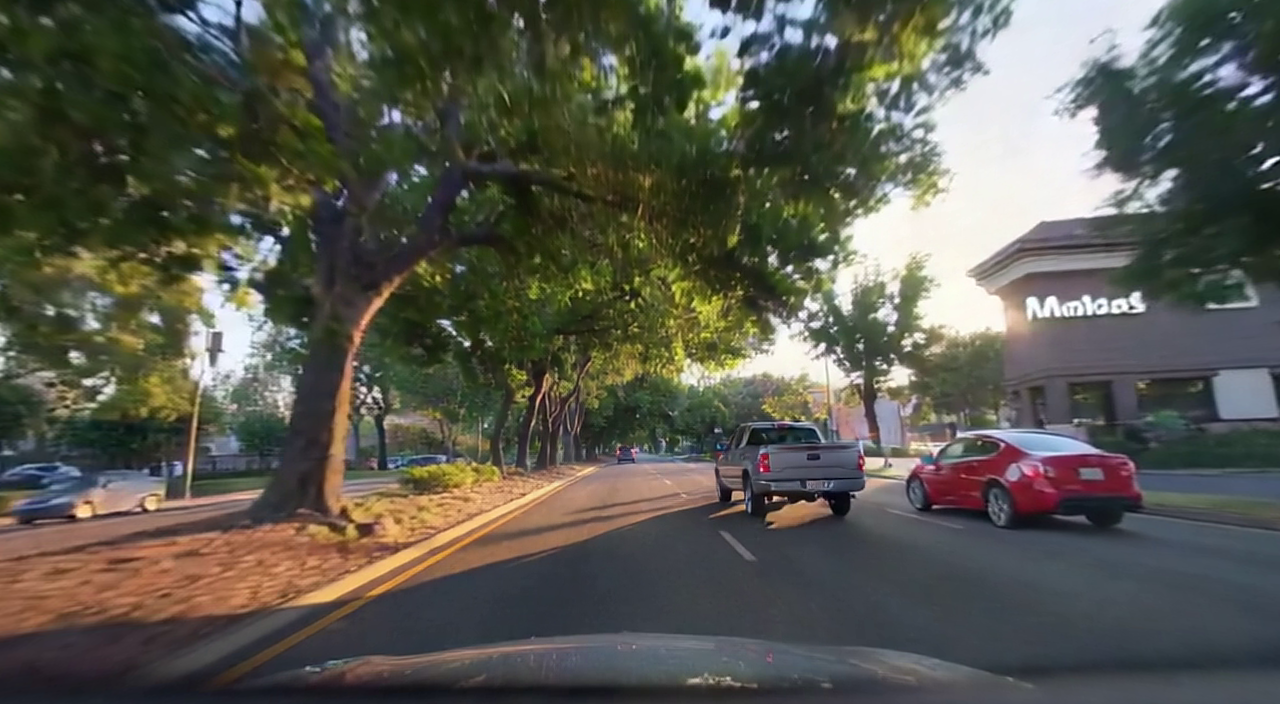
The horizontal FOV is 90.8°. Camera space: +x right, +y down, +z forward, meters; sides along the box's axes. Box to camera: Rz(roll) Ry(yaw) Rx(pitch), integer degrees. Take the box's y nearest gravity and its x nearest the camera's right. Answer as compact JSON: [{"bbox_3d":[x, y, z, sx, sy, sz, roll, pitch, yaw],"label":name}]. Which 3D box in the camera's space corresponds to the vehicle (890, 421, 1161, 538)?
[{"bbox_3d":[6.268,2.115,11.047,1.993,1.604,4.260,0,-9,-1],"label":"vehicle"}]

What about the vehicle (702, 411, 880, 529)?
[{"bbox_3d":[2.640,2.259,12.641,2.138,1.836,5.245,0,-9,-1],"label":"vehicle"}]

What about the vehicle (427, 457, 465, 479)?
[{"bbox_3d":[-14.682,8.777,48.106,1.835,1.487,4.201,0,-9,-4],"label":"vehicle"}]

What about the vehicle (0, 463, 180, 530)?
[{"bbox_3d":[-17.292,4.427,19.910,2.133,1.724,4.642,0,-9,-1],"label":"vehicle"}]
